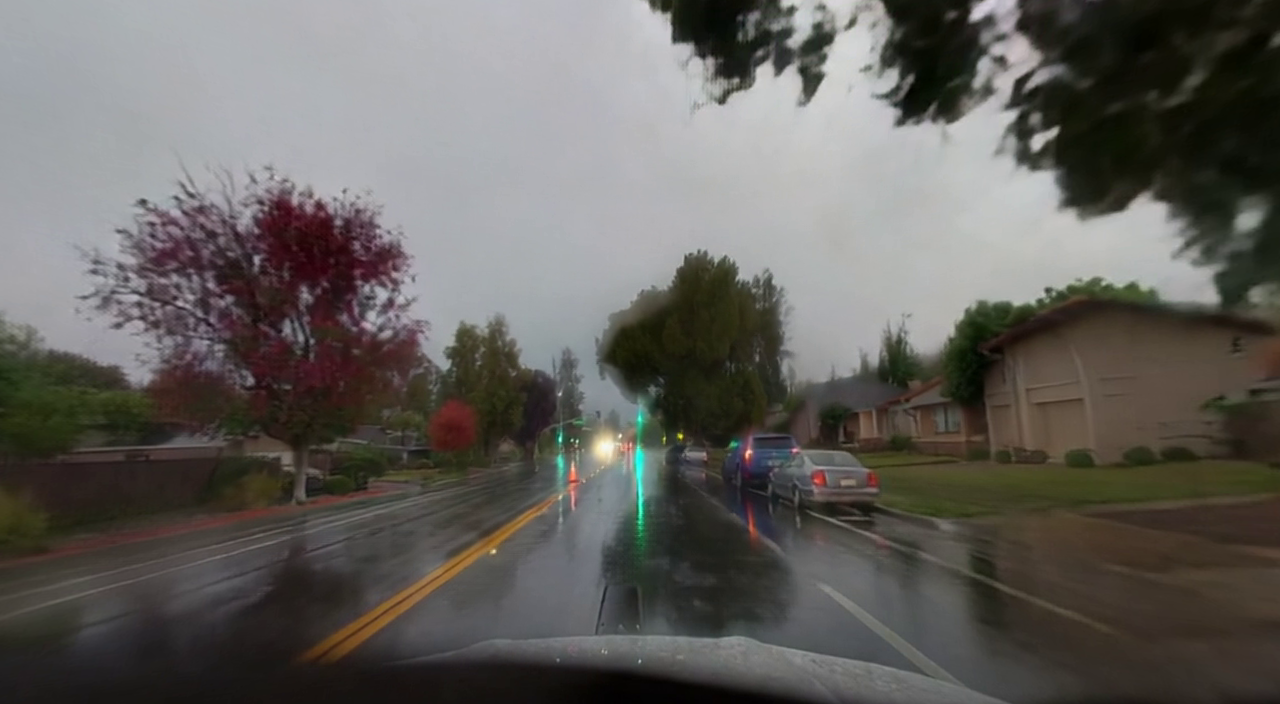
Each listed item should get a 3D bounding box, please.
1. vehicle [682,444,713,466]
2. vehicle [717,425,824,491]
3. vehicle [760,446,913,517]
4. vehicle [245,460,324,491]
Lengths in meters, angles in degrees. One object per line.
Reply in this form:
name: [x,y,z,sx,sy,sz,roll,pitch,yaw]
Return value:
vehicle: [4.016,7.240,44.501,1.870,1.441,4.539,0,-8,1]
vehicle: [4.146,3.464,21.046,2.255,1.914,4.967,0,-8,-3]
vehicle: [4.163,2.799,14.297,1.928,1.333,4.586,0,-8,-1]
vehicle: [-20.156,7.009,36.088,2.015,1.444,4.958,-1,-8,-5]
